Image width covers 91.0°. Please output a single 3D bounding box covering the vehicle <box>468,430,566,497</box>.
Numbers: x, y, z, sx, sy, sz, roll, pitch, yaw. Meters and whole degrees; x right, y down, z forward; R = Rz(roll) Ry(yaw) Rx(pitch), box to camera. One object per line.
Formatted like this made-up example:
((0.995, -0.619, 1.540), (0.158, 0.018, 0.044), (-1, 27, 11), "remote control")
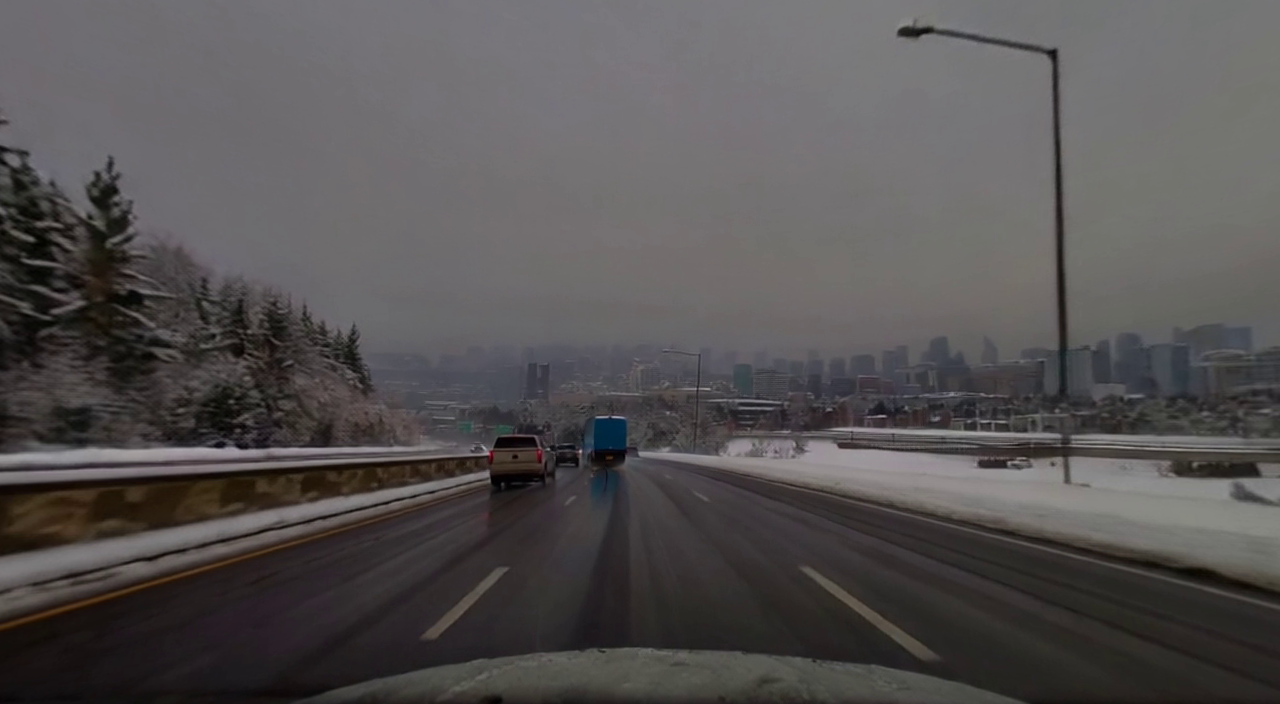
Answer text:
((-3.481, 3.245, 18.691), (2.041, 1.734, 4.391), (0, -9, 0), "vehicle")
